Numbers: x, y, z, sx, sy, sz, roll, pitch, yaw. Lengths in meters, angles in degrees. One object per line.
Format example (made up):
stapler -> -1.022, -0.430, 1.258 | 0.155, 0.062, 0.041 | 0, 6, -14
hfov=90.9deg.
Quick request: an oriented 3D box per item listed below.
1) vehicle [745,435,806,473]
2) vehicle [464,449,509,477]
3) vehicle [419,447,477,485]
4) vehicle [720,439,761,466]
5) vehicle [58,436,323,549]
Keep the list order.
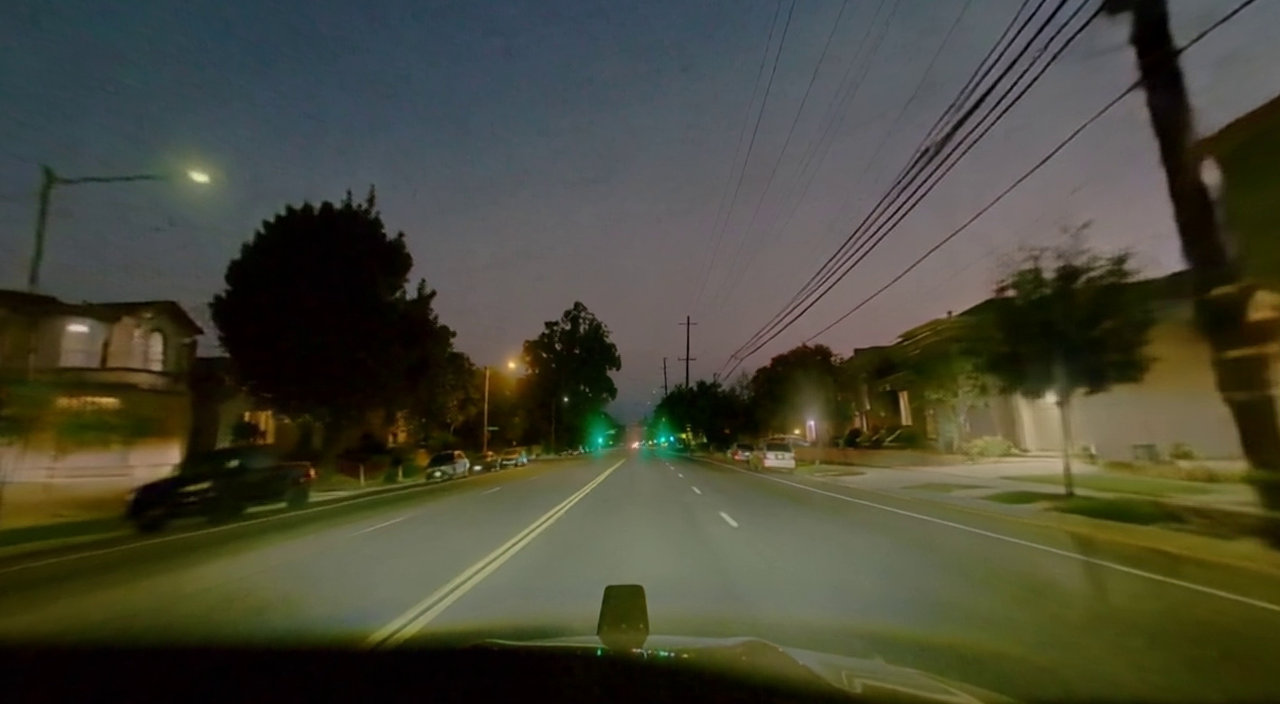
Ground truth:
vehicle -> 7.062, 5.405, 33.496 | 2.128, 1.823, 4.834 | -1, -8, 0
vehicle -> -10.197, 7.346, 42.115 | 1.932, 1.472, 4.516 | -4, -7, -2
vehicle -> -10.135, 5.993, 33.509 | 1.974, 1.696, 4.336 | -3, -8, -4
vehicle -> 7.103, 7.170, 45.142 | 2.194, 1.741, 4.800 | -1, -9, 1
vehicle -> -10.379, 3.179, 15.396 | 2.419, 2.001, 5.566 | -3, -7, 0
